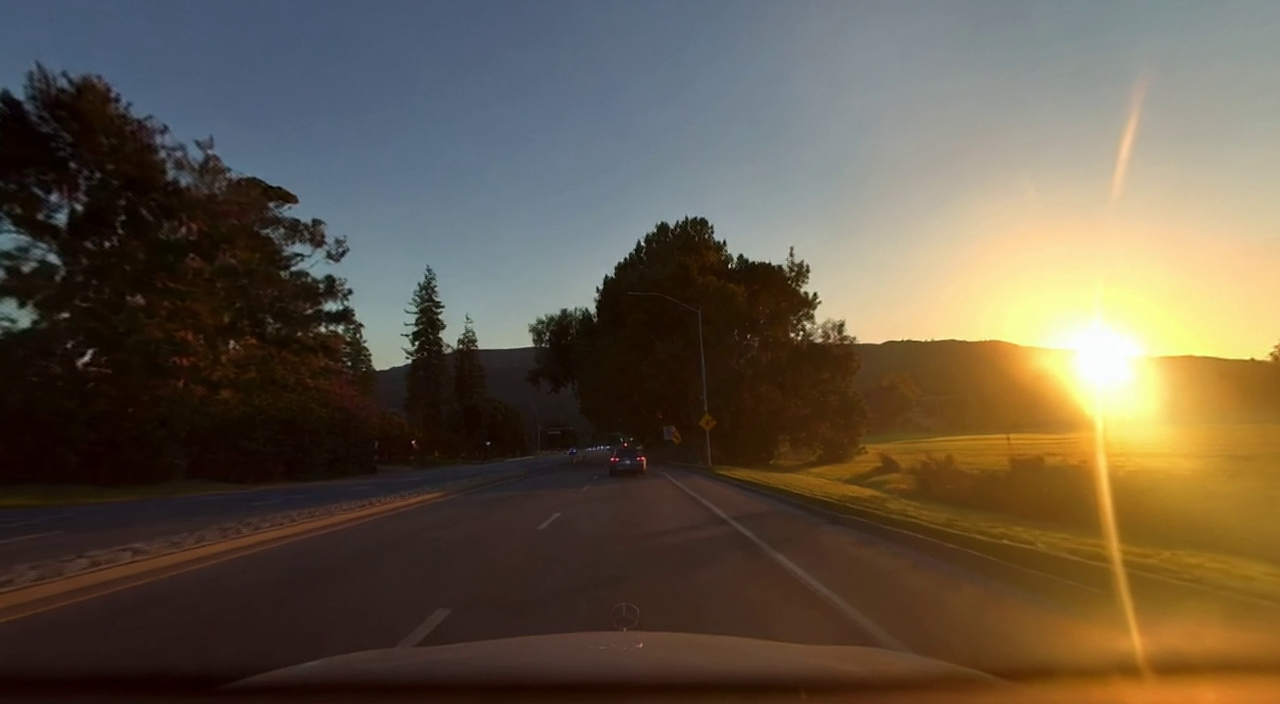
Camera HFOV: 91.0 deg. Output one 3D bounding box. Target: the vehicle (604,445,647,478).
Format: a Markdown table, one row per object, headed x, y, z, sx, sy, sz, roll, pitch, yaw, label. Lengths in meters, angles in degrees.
| x | y | z | sx | sy | sz | roll | pitch | yaw | label |
| --- | --- | --- | --- | --- | --- | --- | --- | --- | --- |
| -0.711 | 5.245 | 30.275 | 1.954 | 1.469 | 3.465 | 0 | -9 | -1 | vehicle |
